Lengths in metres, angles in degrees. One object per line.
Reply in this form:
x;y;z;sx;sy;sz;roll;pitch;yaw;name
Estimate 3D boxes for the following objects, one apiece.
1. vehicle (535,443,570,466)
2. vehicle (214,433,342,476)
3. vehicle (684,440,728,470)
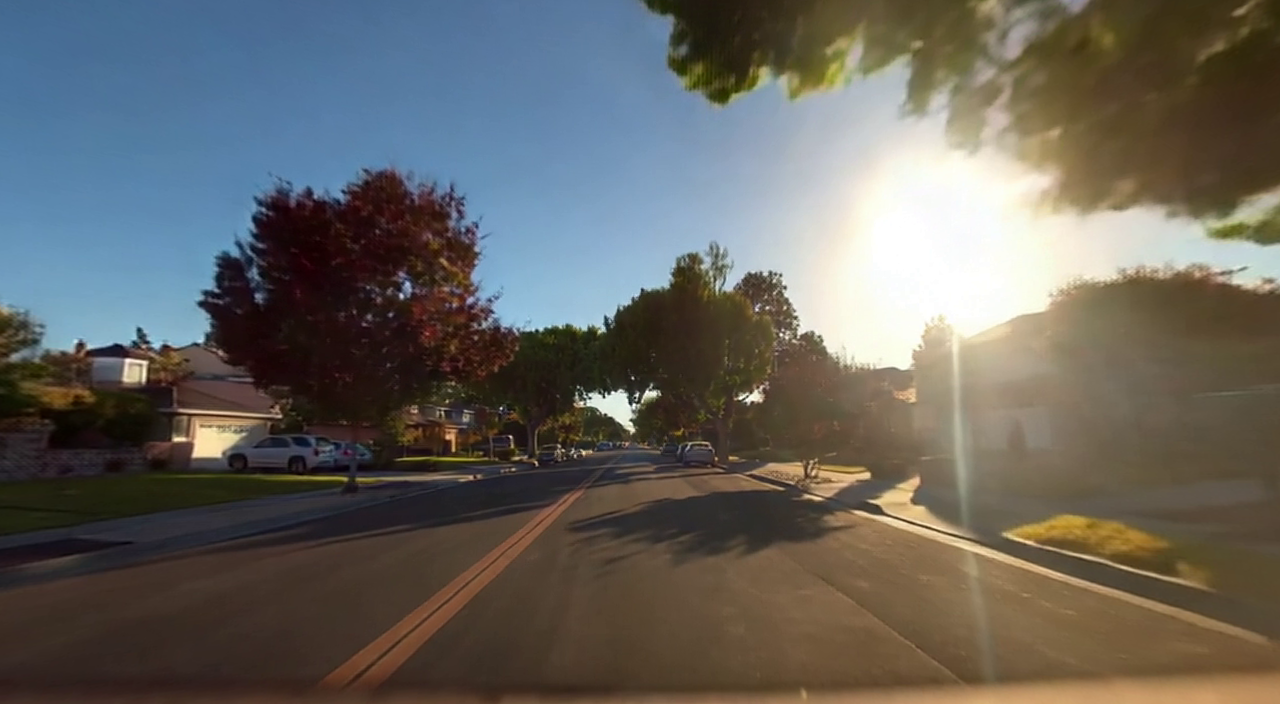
-6.595;7.725;47.827;1.985;1.497;4.655;-3;-8;0;vehicle
-15.492;4.397;27.115;4.320;1.767;1.951;-1;-8;1;vehicle
3.648;5.802;35.651;1.917;1.569;4.460;0;-8;-1;vehicle
